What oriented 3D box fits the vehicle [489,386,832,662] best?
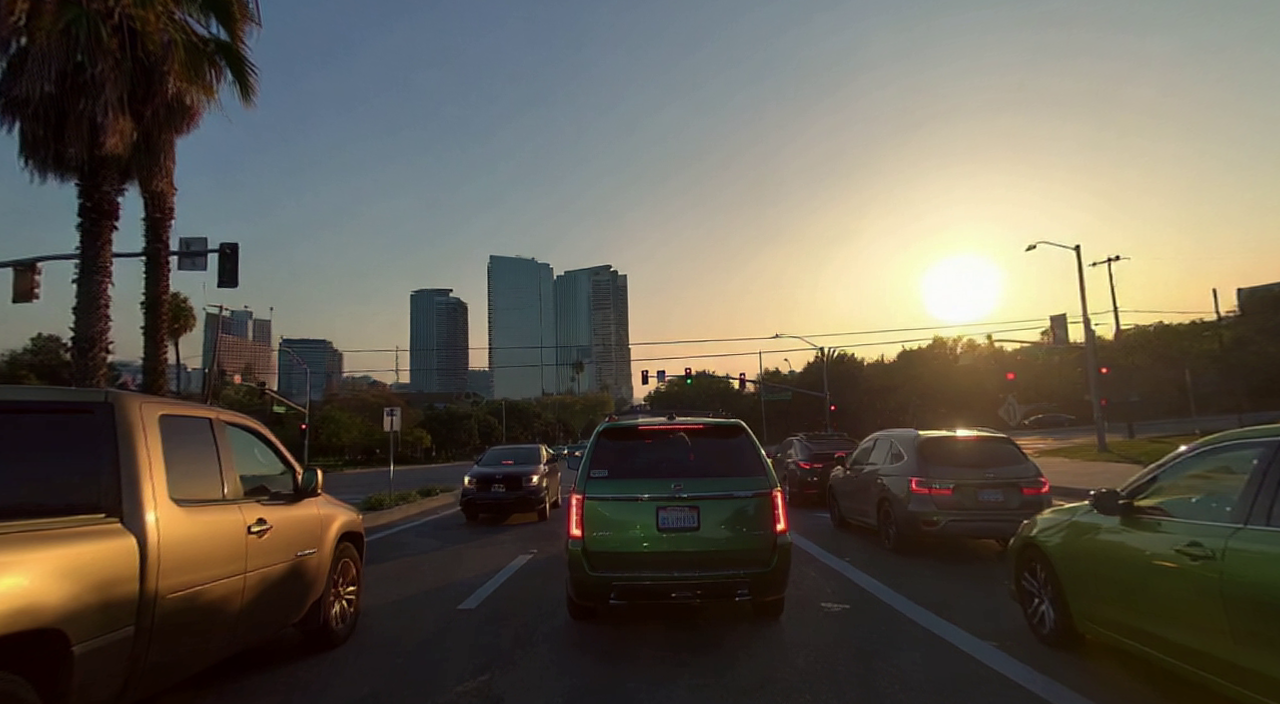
[{"bbox_3d":[0.157,1.374,6.045,2.123,1.704,4.128,0,-9,1],"label":"vehicle"}]

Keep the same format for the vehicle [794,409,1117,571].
[{"bbox_3d":[3.994,1.851,9.315,2.072,1.704,5.170,0,-8,-1],"label":"vehicle"}]

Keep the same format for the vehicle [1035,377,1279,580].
[{"bbox_3d":[7.317,1.339,6.849,2.337,1.925,5.728,0,-8,1],"label":"vehicle"}]

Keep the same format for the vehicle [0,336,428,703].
[{"bbox_3d":[-3.181,1.084,3.913,2.171,1.702,4.416,0,-8,0],"label":"vehicle"}]
